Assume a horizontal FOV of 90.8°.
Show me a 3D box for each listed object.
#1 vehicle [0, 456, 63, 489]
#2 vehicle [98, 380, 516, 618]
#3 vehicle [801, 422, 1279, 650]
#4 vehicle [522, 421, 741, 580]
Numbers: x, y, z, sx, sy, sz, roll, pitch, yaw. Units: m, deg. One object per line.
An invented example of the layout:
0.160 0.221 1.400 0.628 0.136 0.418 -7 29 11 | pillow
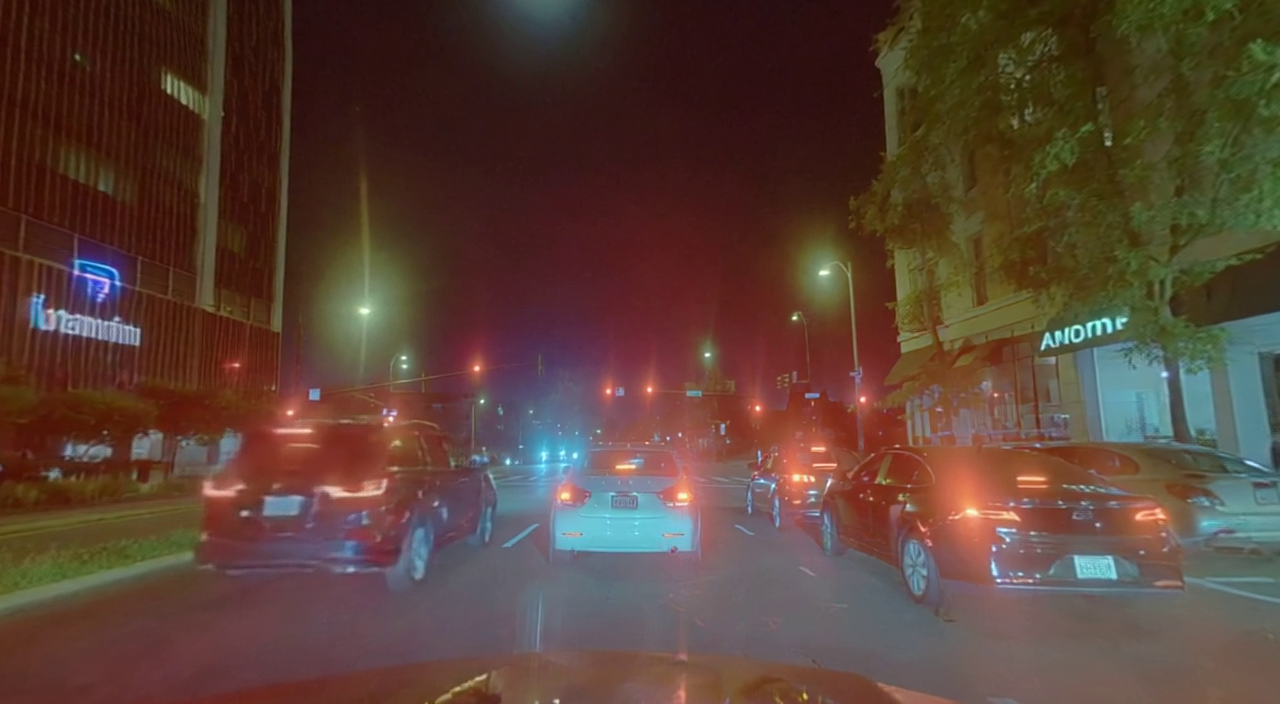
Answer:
-31.717 6.005 31.570 1.913 1.531 4.000 -9 -12 44 | vehicle
-3.076 1.508 7.447 2.223 1.840 4.919 0 -9 0 | vehicle
3.225 1.538 6.444 1.912 1.454 4.537 0 -9 -1 | vehicle
-0.113 1.747 8.211 2.118 1.512 4.013 0 -9 -1 | vehicle
